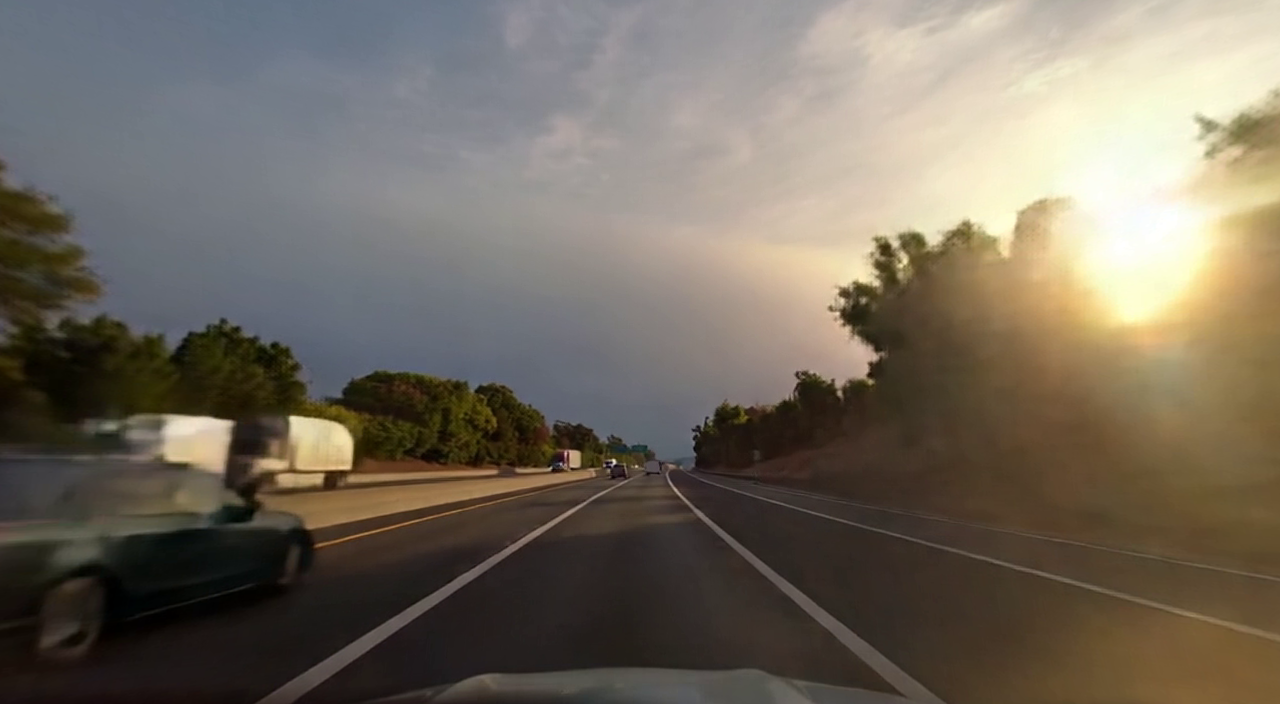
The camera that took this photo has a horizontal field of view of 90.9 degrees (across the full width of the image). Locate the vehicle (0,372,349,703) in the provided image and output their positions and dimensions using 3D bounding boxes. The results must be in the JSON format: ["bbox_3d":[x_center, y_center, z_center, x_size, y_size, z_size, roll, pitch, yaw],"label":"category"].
[{"bbox_3d":[-4.134,1.141,4.233,2.053,1.657,4.725,1,-11,0],"label":"vehicle"}]
